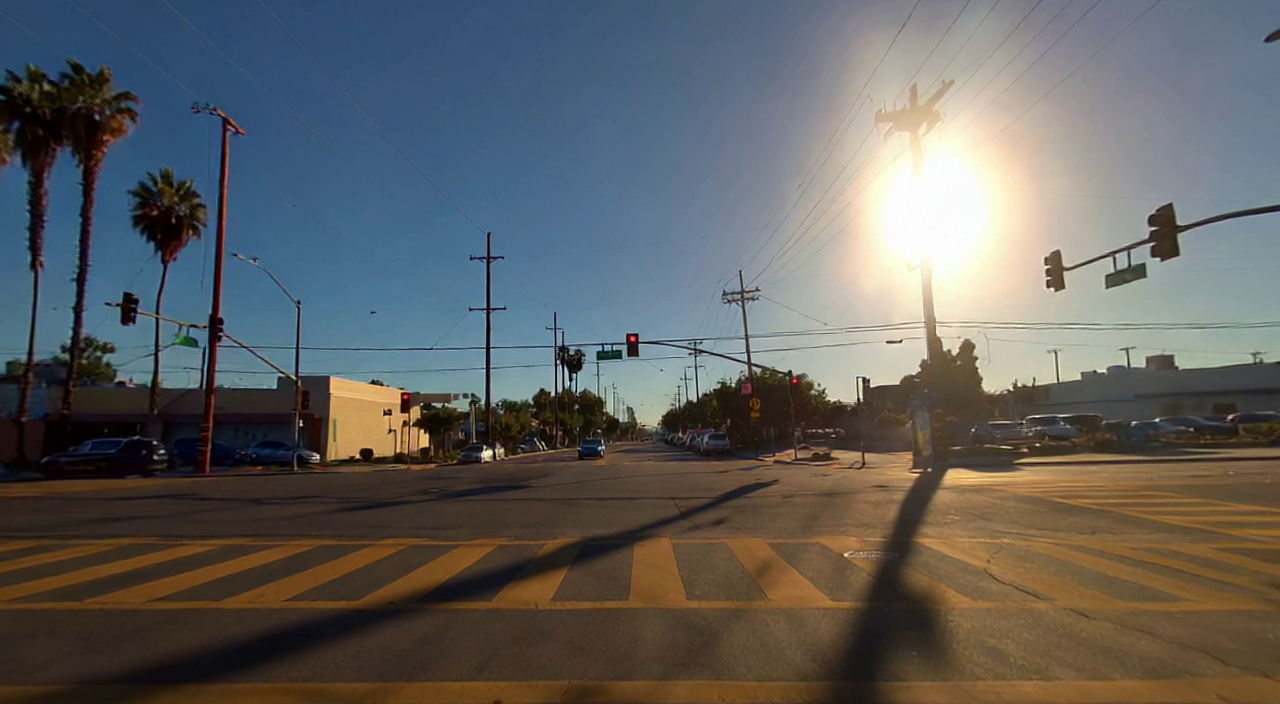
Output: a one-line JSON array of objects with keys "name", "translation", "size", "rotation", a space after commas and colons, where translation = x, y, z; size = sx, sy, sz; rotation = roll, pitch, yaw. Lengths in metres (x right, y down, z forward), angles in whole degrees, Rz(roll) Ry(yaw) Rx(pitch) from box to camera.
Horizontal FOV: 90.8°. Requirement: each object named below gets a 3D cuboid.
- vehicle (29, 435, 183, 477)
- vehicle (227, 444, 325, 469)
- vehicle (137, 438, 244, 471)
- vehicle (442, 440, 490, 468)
[{"name": "vehicle", "translation": [-24.153, 4.717, 28.762], "size": [4.837, 1.819, 2.041], "rotation": [1, -9, -9]}, {"name": "vehicle", "translation": [-22.303, 6.421, 38.826], "size": [4.849, 1.444, 1.881], "rotation": [0, -8, 1]}, {"name": "vehicle", "translation": [-25.869, 5.918, 36.473], "size": [4.613, 1.820, 2.021], "rotation": [-1, -9, 3]}, {"name": "vehicle", "translation": [-11.968, 7.001, 43.716], "size": [2.016, 1.717, 4.287], "rotation": [-2, -7, 1]}]
